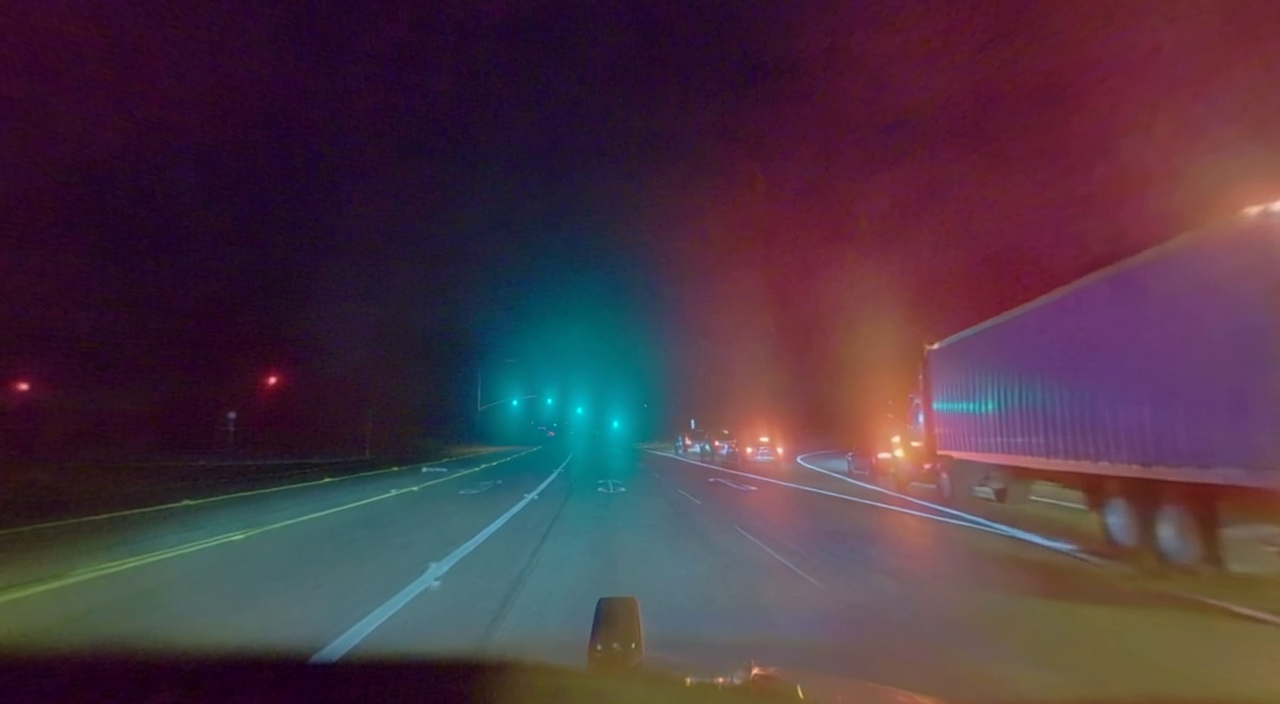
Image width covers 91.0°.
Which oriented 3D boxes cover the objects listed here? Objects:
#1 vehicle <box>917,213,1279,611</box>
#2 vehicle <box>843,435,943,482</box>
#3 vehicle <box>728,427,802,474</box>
[{"bbox_3d":[6.416,0.917,7.978,2.625,2.975,8.237,-1,-8,5],"label":"vehicle"},{"bbox_3d":[9.328,3.927,23.602,1.919,1.545,3.885,0,-7,-4],"label":"vehicle"},{"bbox_3d":[5.028,4.017,25.952,1.917,1.748,4.003,0,-8,-5],"label":"vehicle"}]
